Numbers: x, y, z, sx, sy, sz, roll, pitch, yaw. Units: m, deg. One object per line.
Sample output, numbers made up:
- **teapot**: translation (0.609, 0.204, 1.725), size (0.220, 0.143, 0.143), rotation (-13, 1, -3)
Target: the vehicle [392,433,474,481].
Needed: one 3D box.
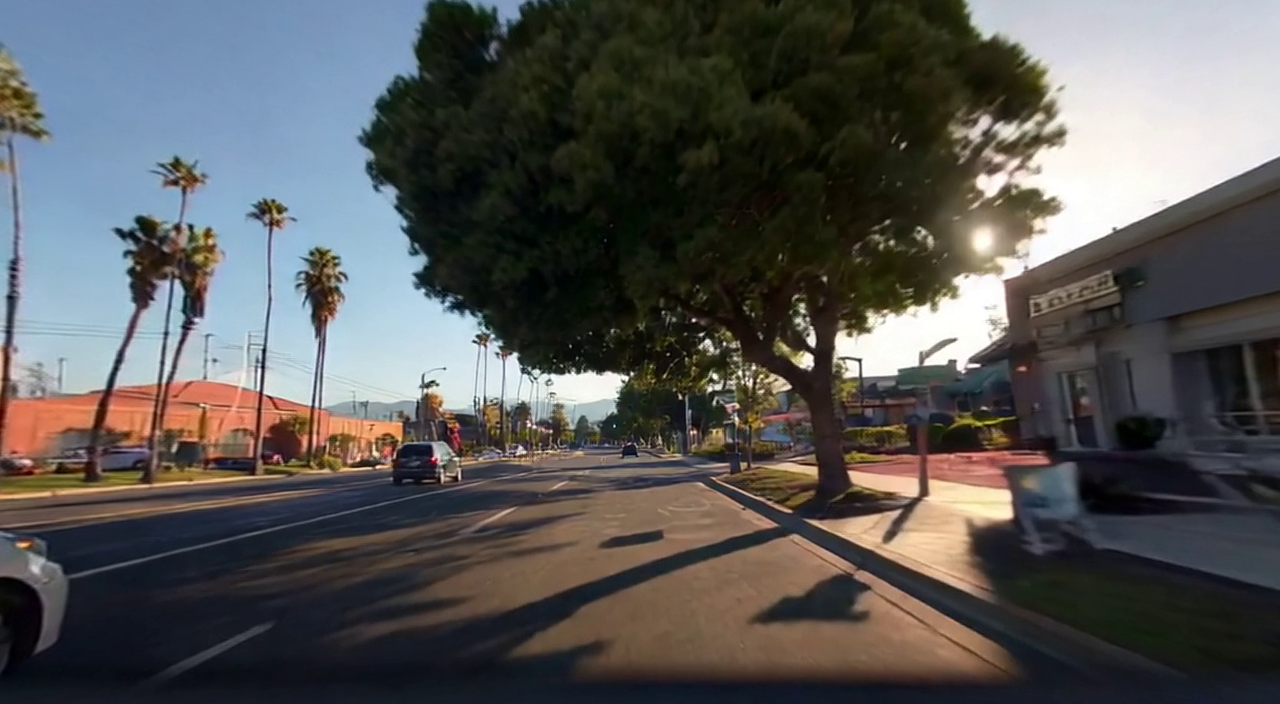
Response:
- **vehicle**: translation (-8.623, 4.399, 26.655), size (2.136, 1.844, 4.363), rotation (1, -8, -3)

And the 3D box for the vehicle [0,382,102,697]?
- **vehicle**: translation (-4.415, 0.767, 1.799), size (2.041, 1.666, 4.182), rotation (0, -8, -1)
